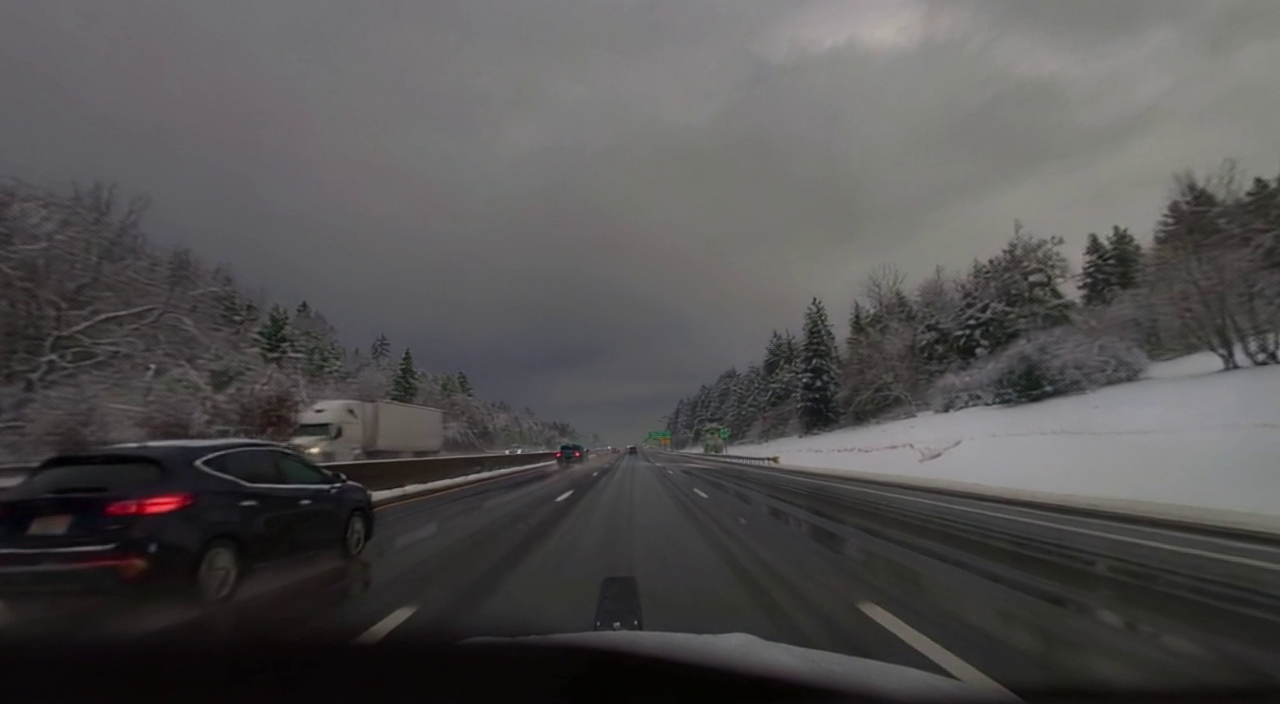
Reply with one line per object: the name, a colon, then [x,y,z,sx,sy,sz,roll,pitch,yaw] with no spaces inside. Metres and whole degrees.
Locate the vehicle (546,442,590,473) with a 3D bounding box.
vehicle: [-4.240,6.329,37.797,2.111,1.717,4.426,-1,-9,0]

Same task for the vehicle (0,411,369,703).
vehicle: [-4.150,1.353,5.008,2.018,1.497,4.399,-1,-9,0]

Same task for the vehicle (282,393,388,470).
vehicle: [-17.299,4.650,36.224,3.124,4.000,5.845,0,-9,-1]
